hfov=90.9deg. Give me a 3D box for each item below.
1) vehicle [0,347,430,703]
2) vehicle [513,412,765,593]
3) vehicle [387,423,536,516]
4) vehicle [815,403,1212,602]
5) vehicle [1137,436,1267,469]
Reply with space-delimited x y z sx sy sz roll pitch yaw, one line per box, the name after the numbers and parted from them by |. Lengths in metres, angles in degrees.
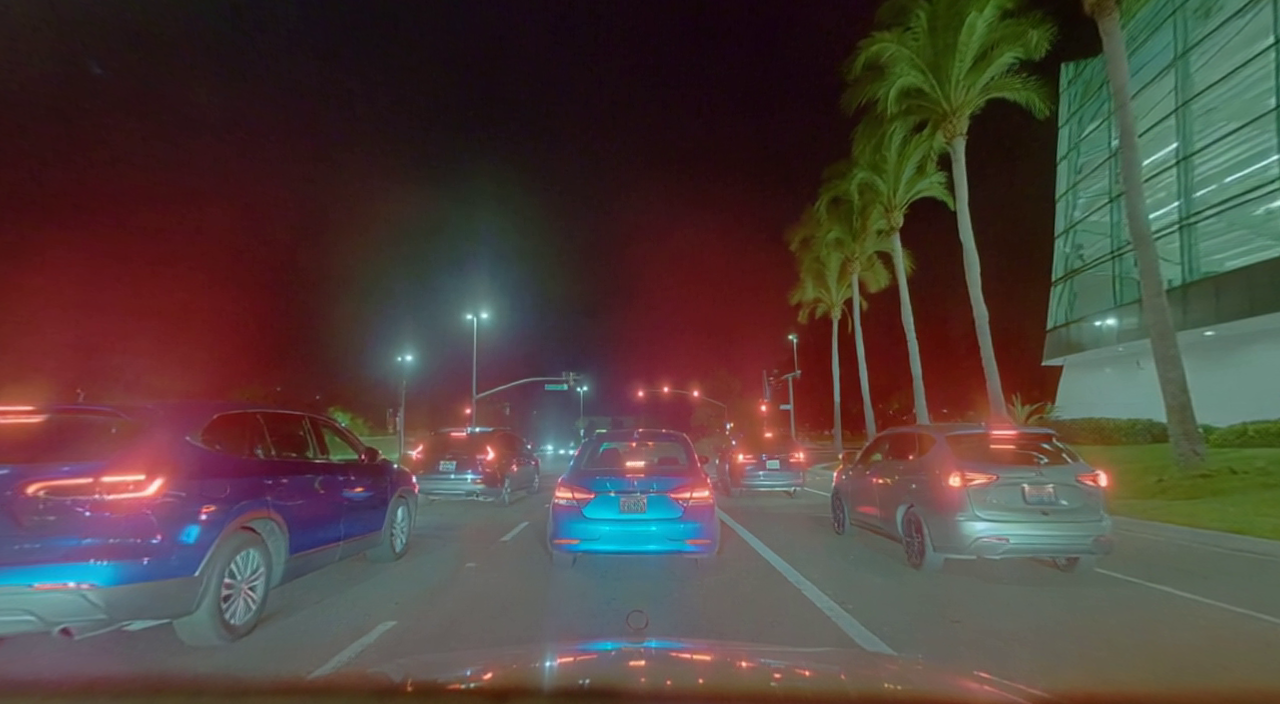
-3.536 1.177 5.359 2.014 1.775 4.404 0 -8 -1 | vehicle
-0.052 1.657 7.809 2.219 1.586 4.321 0 -8 -1 | vehicle
-3.471 2.358 13.074 1.917 1.631 3.768 0 -8 1 | vehicle
3.833 1.622 7.691 2.064 1.696 4.431 0 -8 -1 | vehicle
25.456 4.548 28.662 4.014 1.417 1.777 -1 -8 5 | vehicle
